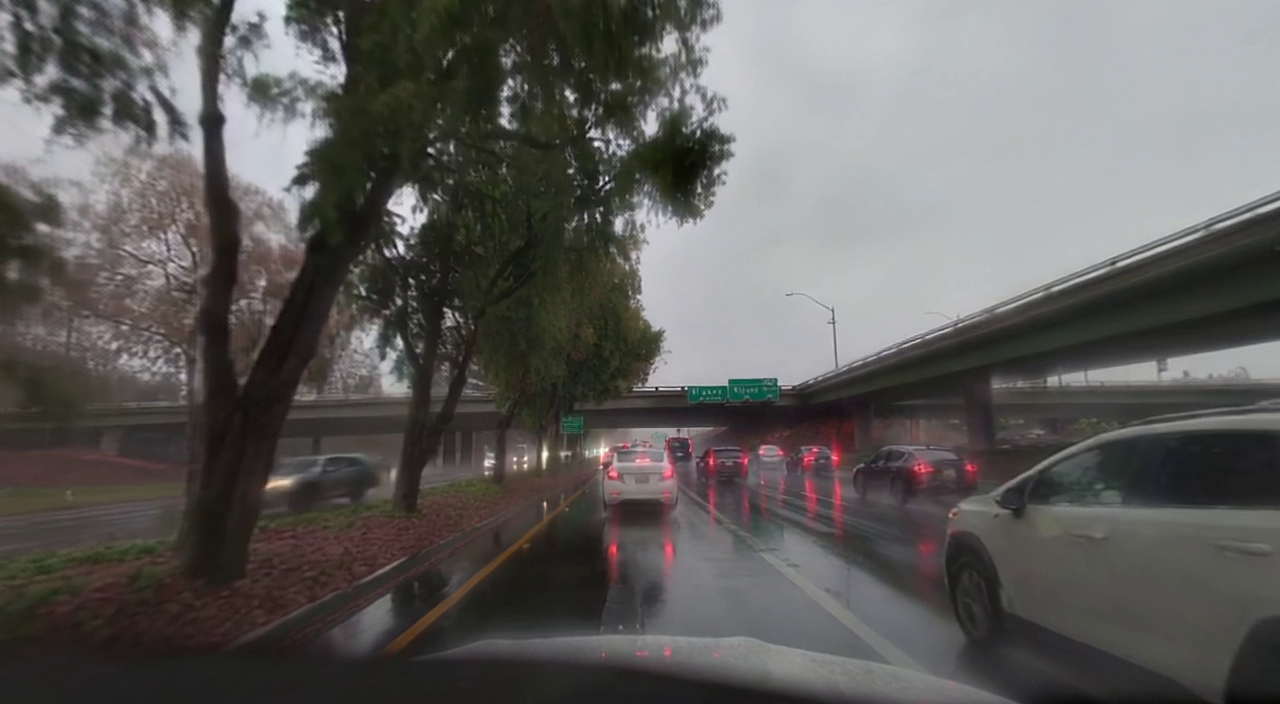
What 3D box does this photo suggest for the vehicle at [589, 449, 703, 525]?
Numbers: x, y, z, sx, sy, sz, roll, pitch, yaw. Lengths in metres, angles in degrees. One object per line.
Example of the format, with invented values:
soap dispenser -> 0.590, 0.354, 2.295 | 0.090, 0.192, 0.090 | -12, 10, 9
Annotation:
vehicle -> 0.085, 2.709, 13.229 | 2.027, 1.341, 3.775 | 0, -9, -1

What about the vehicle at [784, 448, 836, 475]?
vehicle -> 9.884, 6.365, 36.972 | 1.839, 1.453, 3.992 | 0, -9, -1

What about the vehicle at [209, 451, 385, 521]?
vehicle -> -8.727, 3.405, 16.705 | 2.010, 1.524, 4.705 | 0, -9, 0

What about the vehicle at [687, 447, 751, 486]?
vehicle -> 3.165, 4.677, 26.186 | 1.962, 1.431, 4.205 | 0, -9, -2

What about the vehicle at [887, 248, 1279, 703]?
vehicle -> 3.509, 0.735, 2.482 | 2.719, 2.033, 5.876 | 0, -9, 0
